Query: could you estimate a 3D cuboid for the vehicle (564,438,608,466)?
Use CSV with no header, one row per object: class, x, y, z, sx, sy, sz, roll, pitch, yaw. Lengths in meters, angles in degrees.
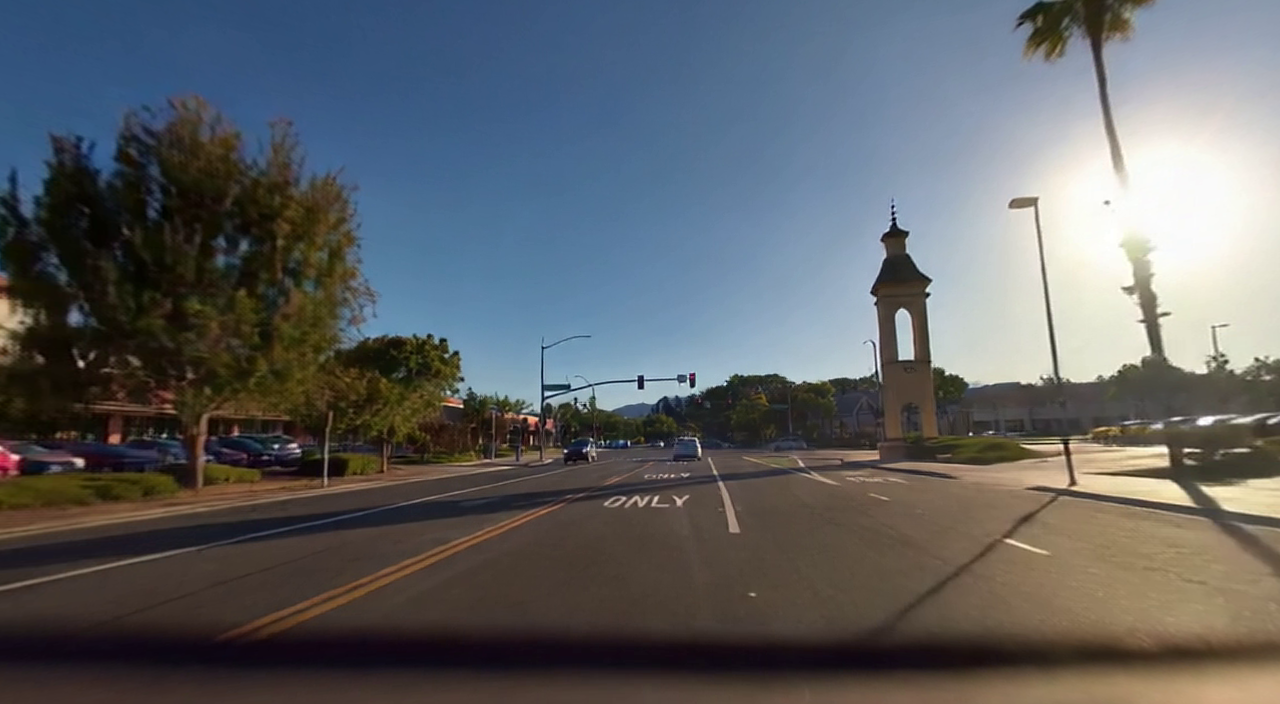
vehicle,-4.002,7.568,47.629,2.366,1.941,5.823,-1,-9,4
